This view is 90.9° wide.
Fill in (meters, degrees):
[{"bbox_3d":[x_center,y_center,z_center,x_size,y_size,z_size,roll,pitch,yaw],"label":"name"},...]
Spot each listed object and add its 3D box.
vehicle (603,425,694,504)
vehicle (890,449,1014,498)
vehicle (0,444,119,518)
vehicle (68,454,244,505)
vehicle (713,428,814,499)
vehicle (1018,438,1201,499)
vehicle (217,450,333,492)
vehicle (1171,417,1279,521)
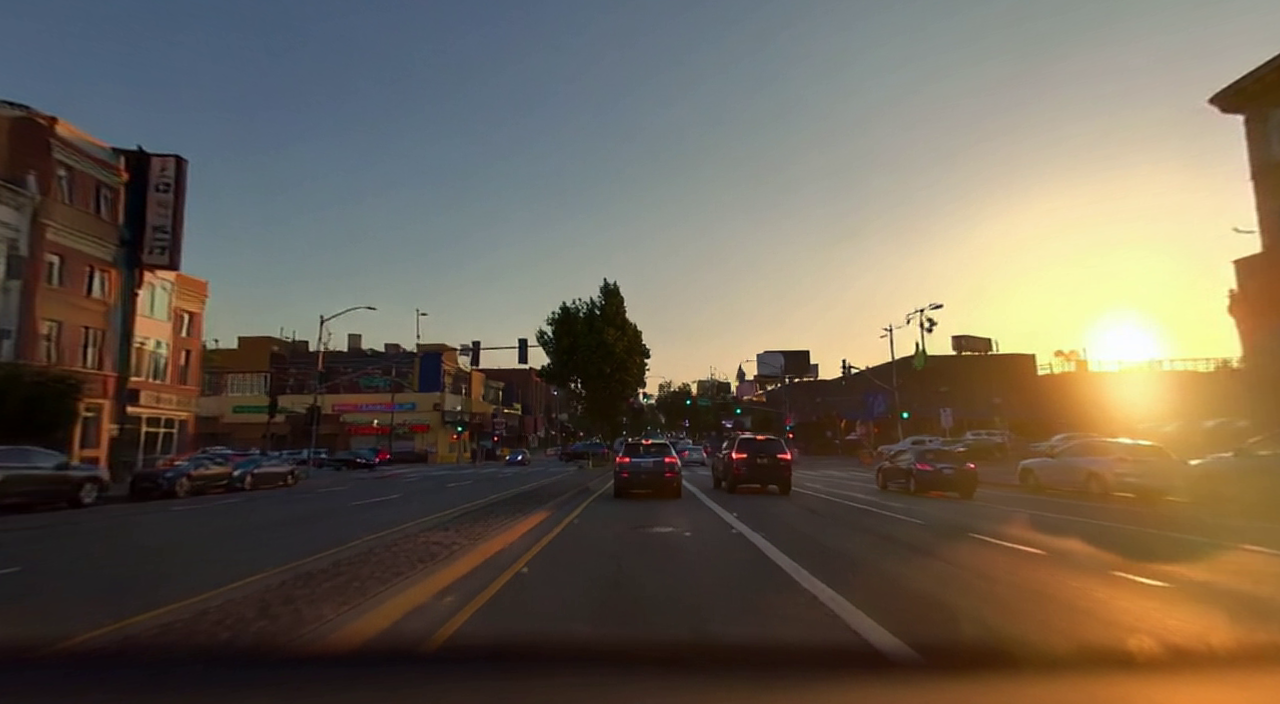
[{"bbox_3d":[0.189,3.040,17.474,2.157,1.863,4.665,0,-8,0],"label":"vehicle"},{"bbox_3d":[10.297,4.016,21.278,1.863,1.426,4.494,0,-8,-1],"label":"vehicle"},{"bbox_3d":[-15.623,3.059,15.140,1.825,1.685,5.220,1,-9,-1],"label":"vehicle"},{"bbox_3d":[-15.606,4.094,20.814,1.792,1.429,5.161,0,-9,-1],"label":"vehicle"},{"bbox_3d":[3.681,3.428,19.870,2.115,1.932,5.189,0,-8,0],"label":"vehicle"},{"bbox_3d":[13.901,3.493,19.116,2.022,1.590,4.466,-1,-10,-1],"label":"vehicle"},{"bbox_3d":[-15.628,5.078,27.390,2.096,1.416,4.885,1,-6,0],"label":"vehicle"},{"bbox_3d":[13.859,2.218,12.241,2.172,2.060,5.546,-3,-9,0],"label":"vehicle"}]
